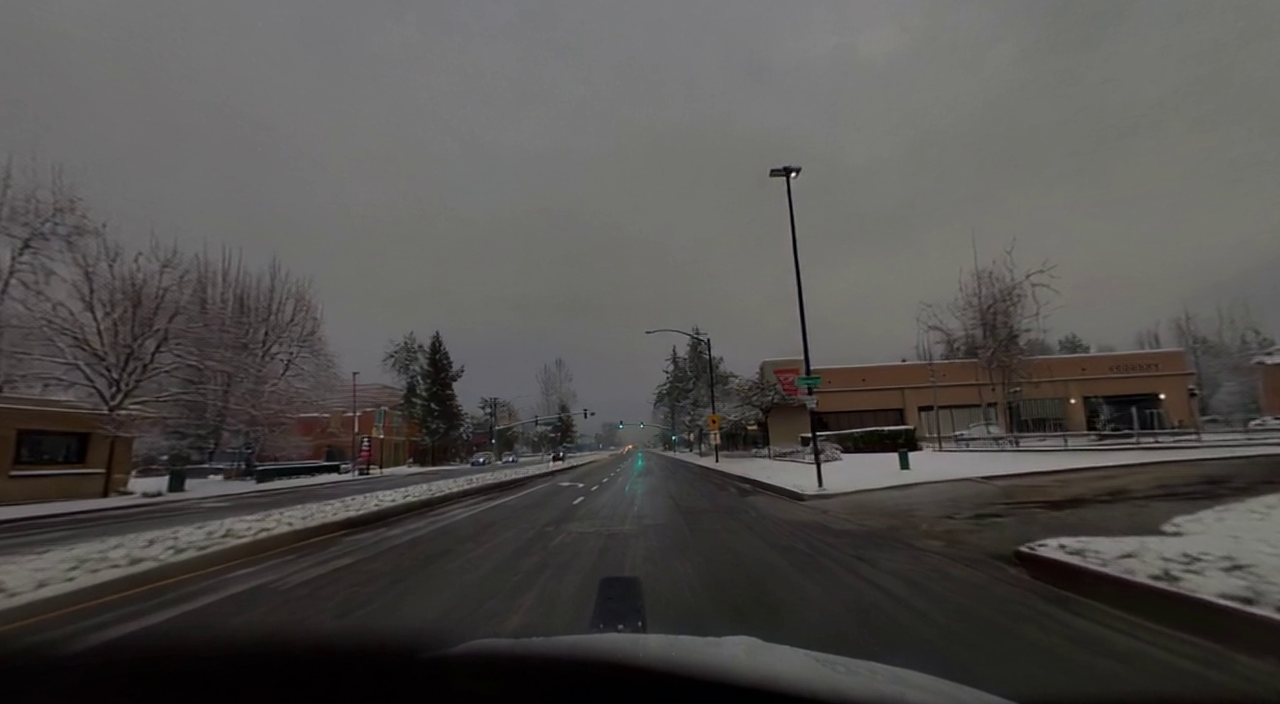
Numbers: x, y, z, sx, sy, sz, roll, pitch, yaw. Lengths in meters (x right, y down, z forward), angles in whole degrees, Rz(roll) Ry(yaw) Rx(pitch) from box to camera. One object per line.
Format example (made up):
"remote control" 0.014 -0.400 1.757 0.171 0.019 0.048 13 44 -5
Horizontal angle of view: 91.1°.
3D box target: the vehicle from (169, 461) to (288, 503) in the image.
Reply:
"vehicle" -17.381 5.467 26.824 1.861 1.541 4.530 0 -9 3
